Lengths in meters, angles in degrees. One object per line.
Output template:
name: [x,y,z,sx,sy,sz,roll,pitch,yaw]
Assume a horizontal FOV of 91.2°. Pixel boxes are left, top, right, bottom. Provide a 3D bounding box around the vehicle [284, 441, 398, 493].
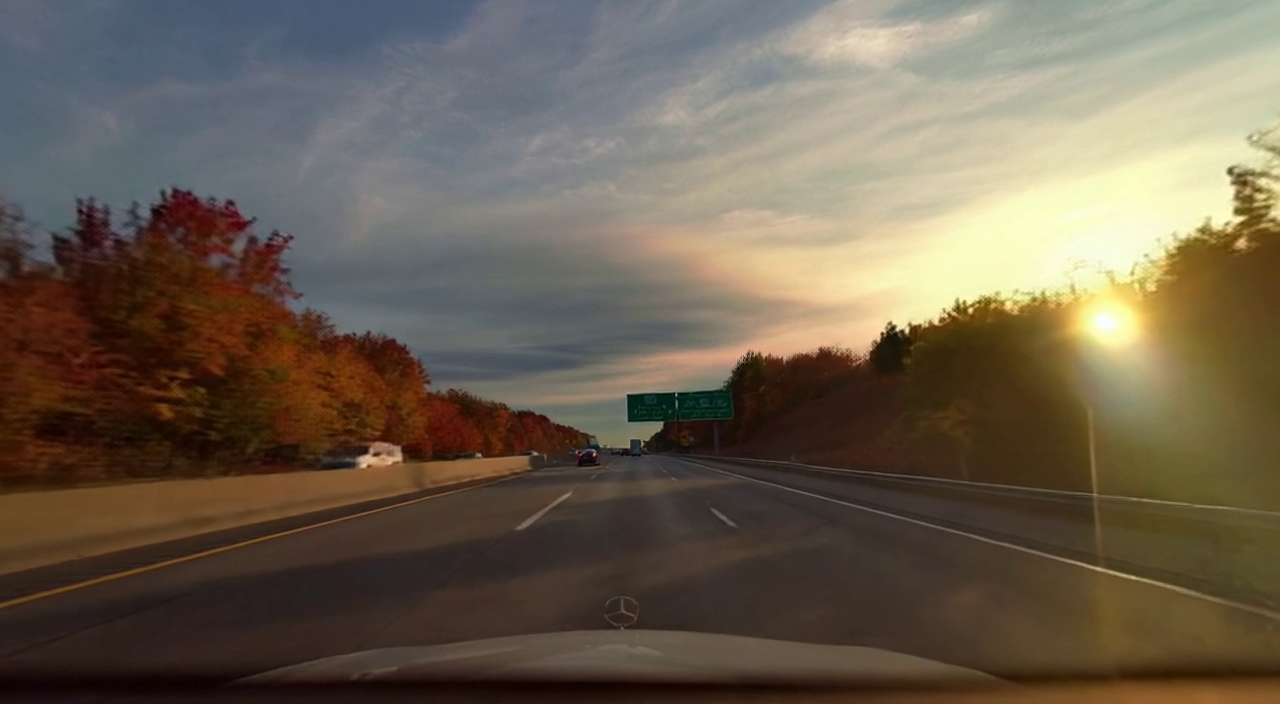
vehicle: [-11.267,4.340,24.065,2.101,1.757,4.711,0,-9,-1]
